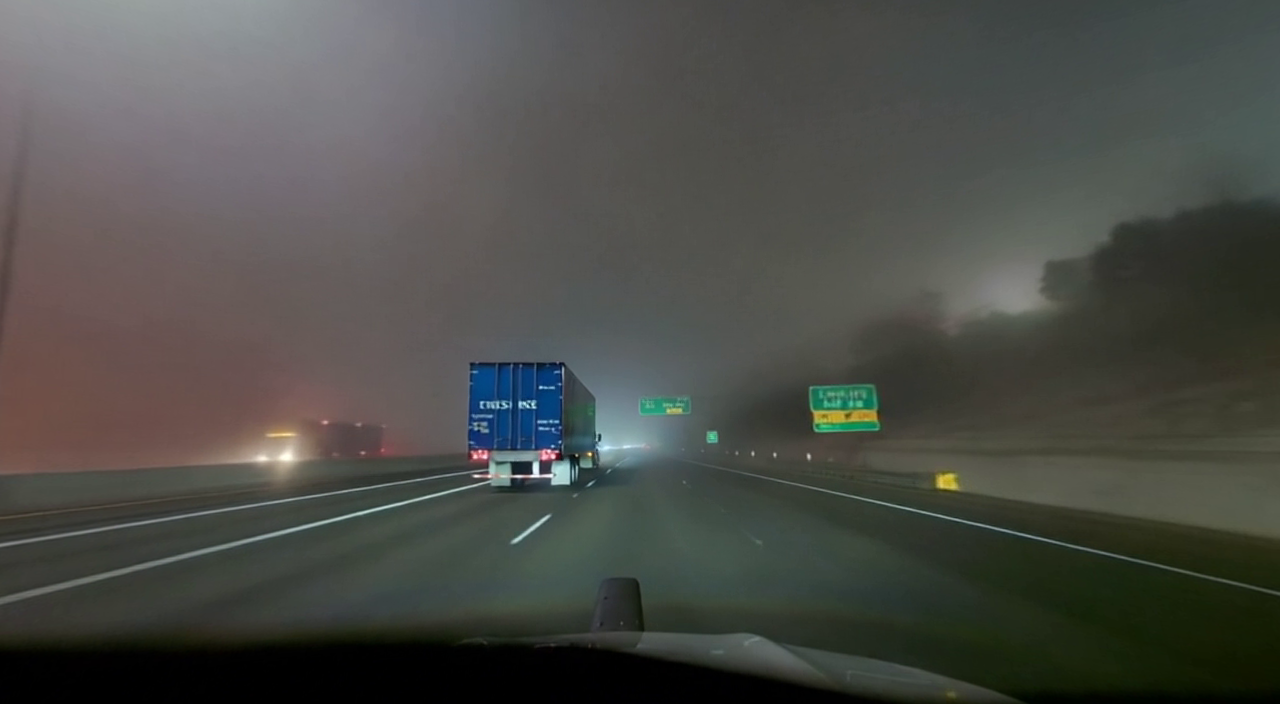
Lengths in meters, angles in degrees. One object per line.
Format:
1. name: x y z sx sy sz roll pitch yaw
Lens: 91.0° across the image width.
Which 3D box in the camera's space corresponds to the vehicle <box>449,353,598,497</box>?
1. vehicle: -3.566 2.828 22.967 3.059 3.956 11.036 0 -9 1
